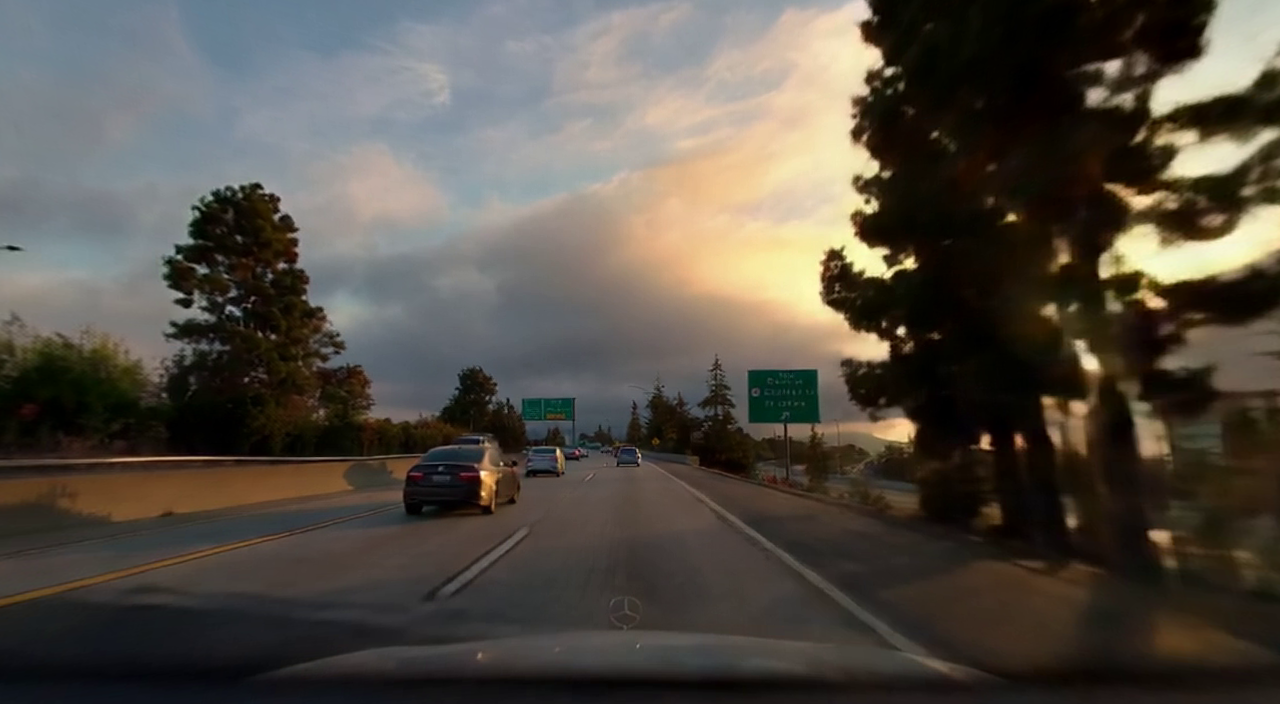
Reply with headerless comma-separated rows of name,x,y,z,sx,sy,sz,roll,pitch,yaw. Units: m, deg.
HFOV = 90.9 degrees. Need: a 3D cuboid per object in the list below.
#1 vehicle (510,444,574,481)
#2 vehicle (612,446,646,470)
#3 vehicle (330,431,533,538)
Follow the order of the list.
vehicle,-4.197,4.797,27.717,2.107,1.453,4.462,0,-8,0
vehicle,-0.700,6.863,41.011,2.100,1.471,3.956,0,-8,-1
vehicle,-3.382,2.239,11.362,2.067,1.509,4.551,0,-8,1
